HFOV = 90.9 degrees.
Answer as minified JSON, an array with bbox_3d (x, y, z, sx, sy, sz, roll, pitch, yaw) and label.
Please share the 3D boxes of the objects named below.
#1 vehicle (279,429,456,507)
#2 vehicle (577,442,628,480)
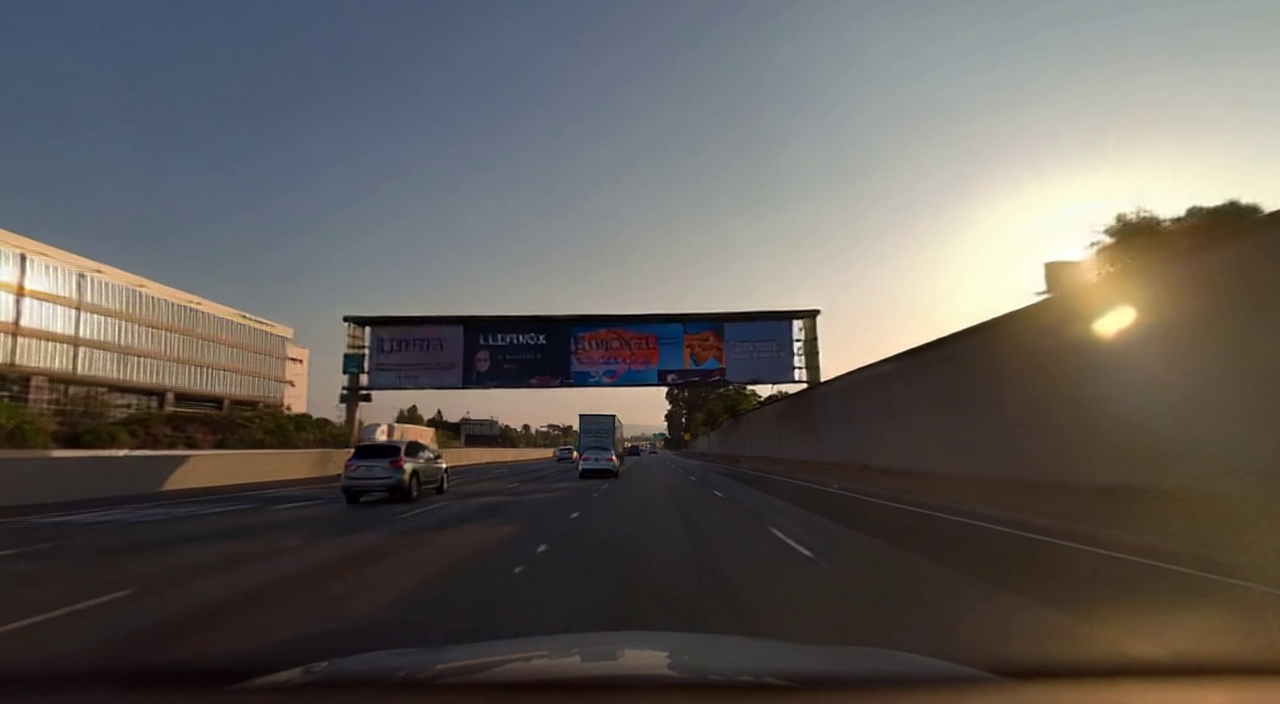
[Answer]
[{"bbox_3d":[-7.015,3.055,17.079,2.401,1.759,5.126,0,-9,1],"label":"vehicle"},{"bbox_3d":[-1.631,4.899,28.556,2.168,1.597,3.615,0,-9,-1],"label":"vehicle"}]
